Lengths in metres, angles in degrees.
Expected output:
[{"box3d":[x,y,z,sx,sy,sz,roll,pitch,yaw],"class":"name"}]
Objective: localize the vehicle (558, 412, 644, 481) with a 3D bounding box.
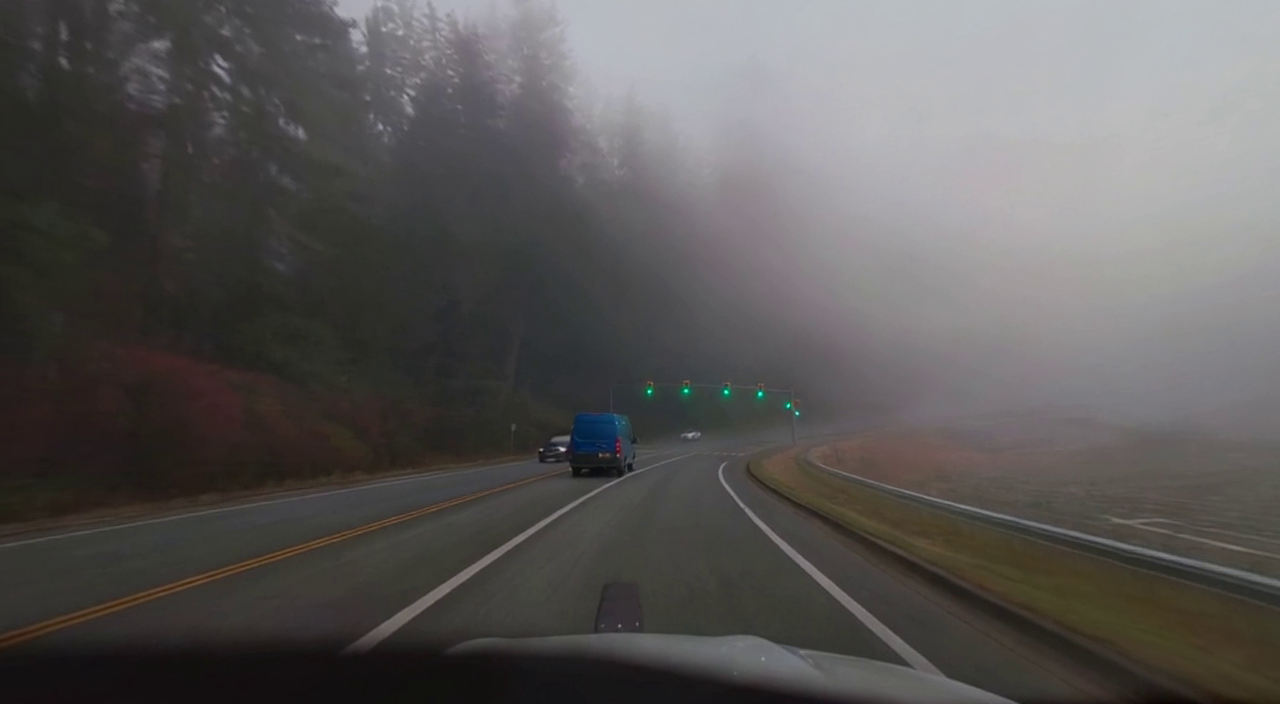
[{"box3d":[-1.244,3.411,22.762,2.362,2.185,5.212,-1,-8,5],"class":"vehicle"}]
